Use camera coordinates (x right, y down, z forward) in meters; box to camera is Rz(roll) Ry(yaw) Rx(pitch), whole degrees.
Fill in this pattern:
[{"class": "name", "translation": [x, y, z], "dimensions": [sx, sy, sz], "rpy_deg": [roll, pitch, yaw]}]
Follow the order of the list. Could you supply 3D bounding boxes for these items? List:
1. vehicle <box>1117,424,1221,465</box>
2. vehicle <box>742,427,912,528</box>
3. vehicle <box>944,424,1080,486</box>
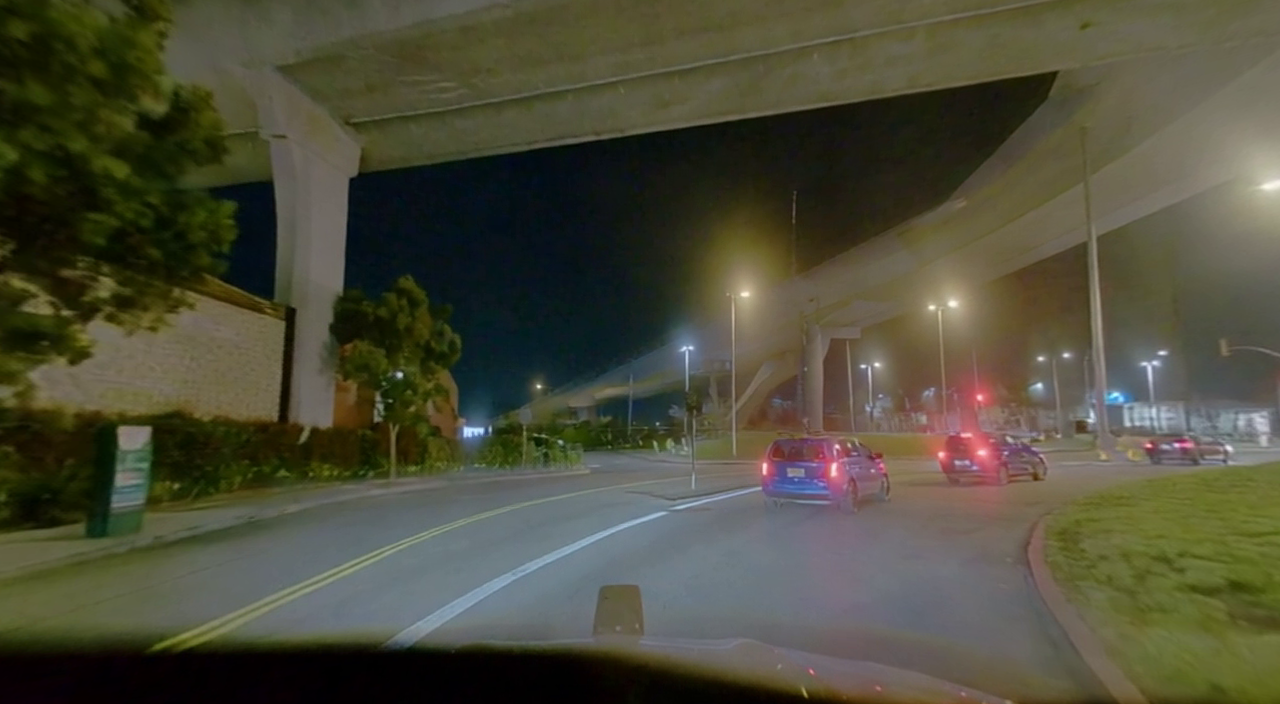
[{"class": "vehicle", "translation": [24.974, 4.368, 29.799], "dimensions": [4.310, 1.762, 1.995], "rpy_deg": [4, -9, -25]}, {"class": "vehicle", "translation": [3.889, 2.359, 12.543], "dimensions": [2.087, 1.578, 4.652], "rpy_deg": [-5, -10, 30]}, {"class": "vehicle", "translation": [12.962, 3.545, 21.931], "dimensions": [4.771, 1.885, 2.241], "rpy_deg": [6, -11, -36]}]
